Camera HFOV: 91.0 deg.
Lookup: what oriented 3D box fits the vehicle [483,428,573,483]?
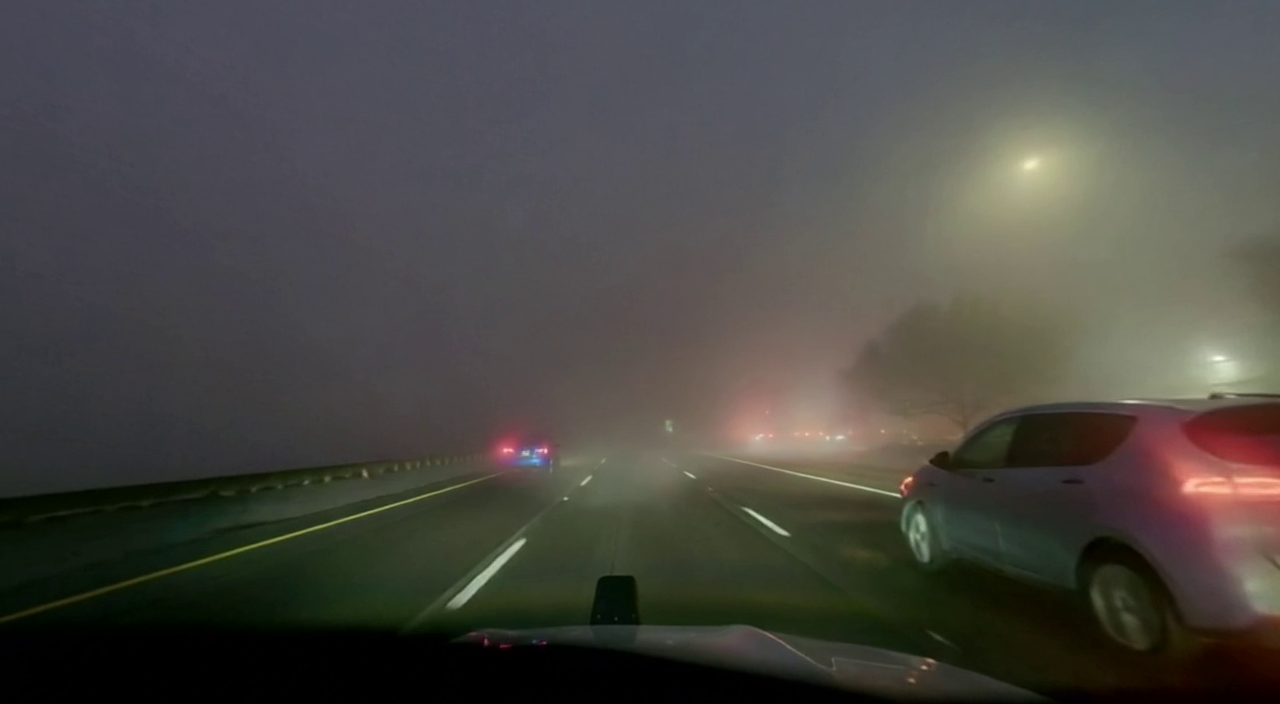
[{"bbox_3d":[-3.595,3.415,21.093,2.206,1.604,4.374,0,-8,0],"label":"vehicle"}]

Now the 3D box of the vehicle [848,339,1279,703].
[{"bbox_3d":[3.323,1.060,4.184,2.349,1.651,4.161,0,-8,-1],"label":"vehicle"}]
